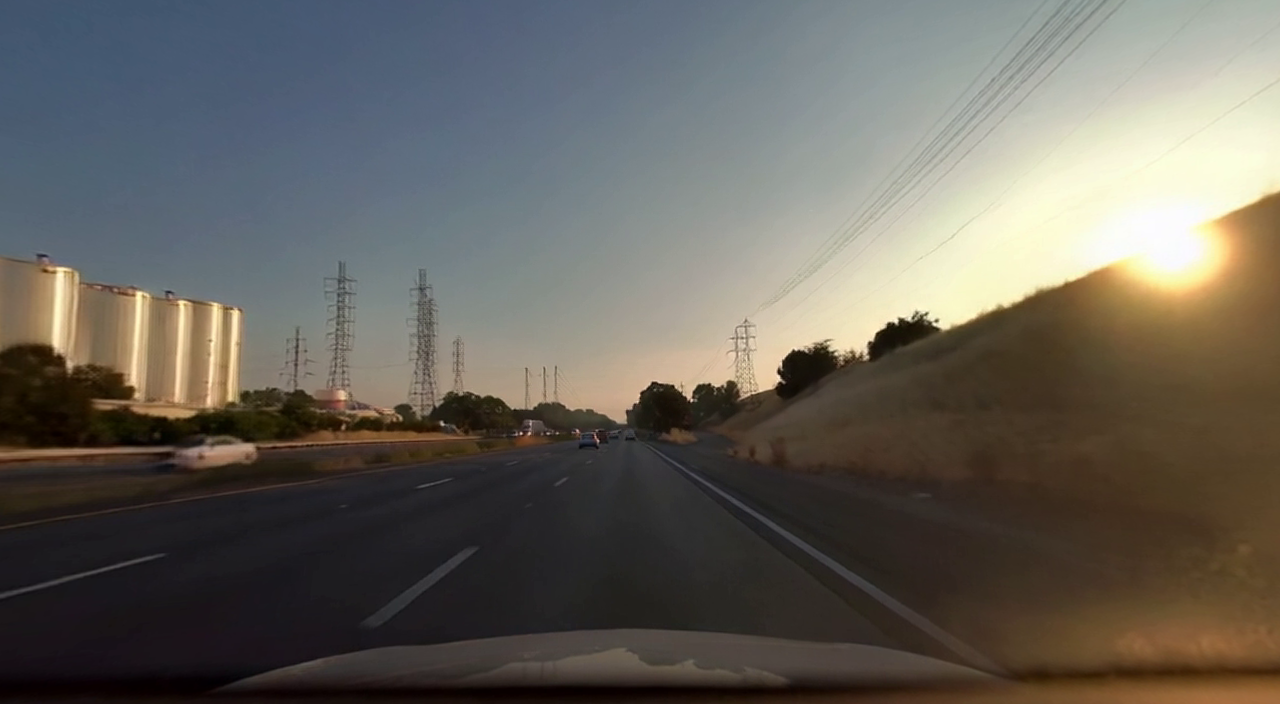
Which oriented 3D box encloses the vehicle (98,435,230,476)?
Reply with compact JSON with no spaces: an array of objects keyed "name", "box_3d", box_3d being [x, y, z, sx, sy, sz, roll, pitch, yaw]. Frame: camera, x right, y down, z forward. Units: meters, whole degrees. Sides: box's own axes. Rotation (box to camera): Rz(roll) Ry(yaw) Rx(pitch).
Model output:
[{"name":"vehicle","box_3d":[-19.053,4.125,25.550,1.851,1.473,4.523,0,-8,0]}]
